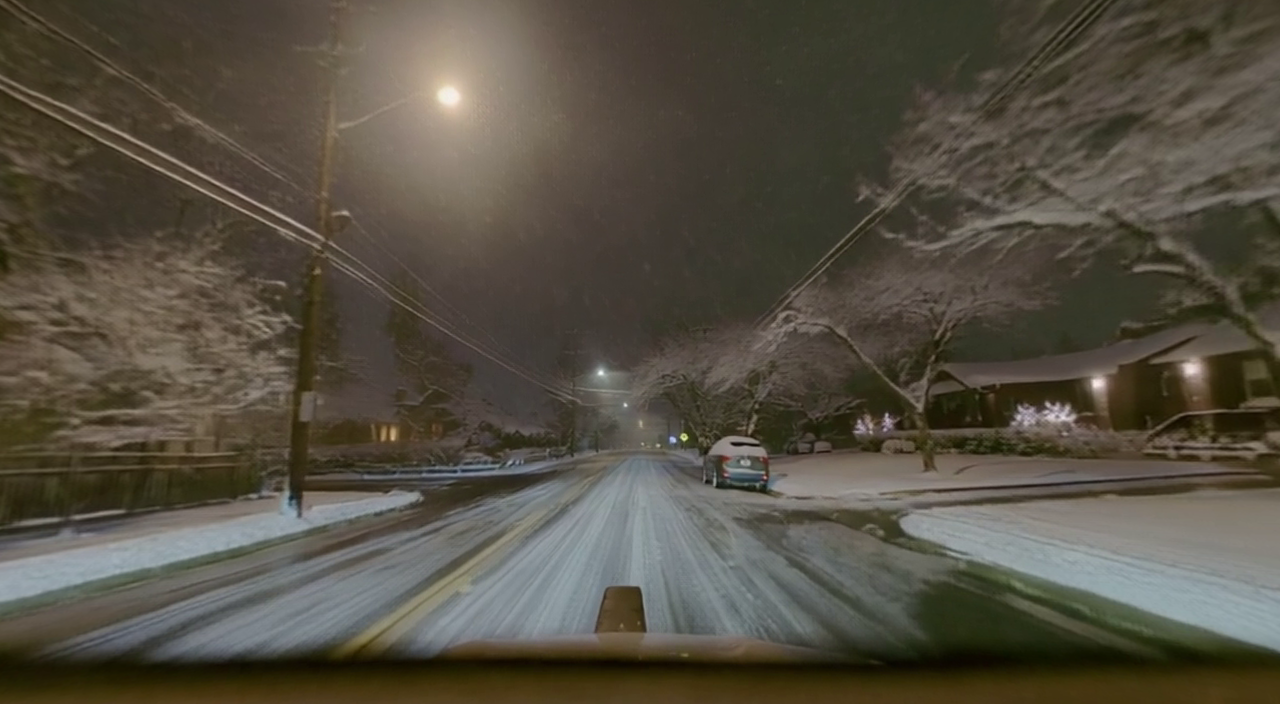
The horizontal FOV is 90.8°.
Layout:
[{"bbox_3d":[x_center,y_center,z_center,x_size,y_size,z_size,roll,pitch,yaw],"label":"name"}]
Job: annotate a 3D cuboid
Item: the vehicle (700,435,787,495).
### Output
[{"bbox_3d":[3.196,3.594,20.477,2.086,1.726,4.384,0,-9,0],"label":"vehicle"}]
